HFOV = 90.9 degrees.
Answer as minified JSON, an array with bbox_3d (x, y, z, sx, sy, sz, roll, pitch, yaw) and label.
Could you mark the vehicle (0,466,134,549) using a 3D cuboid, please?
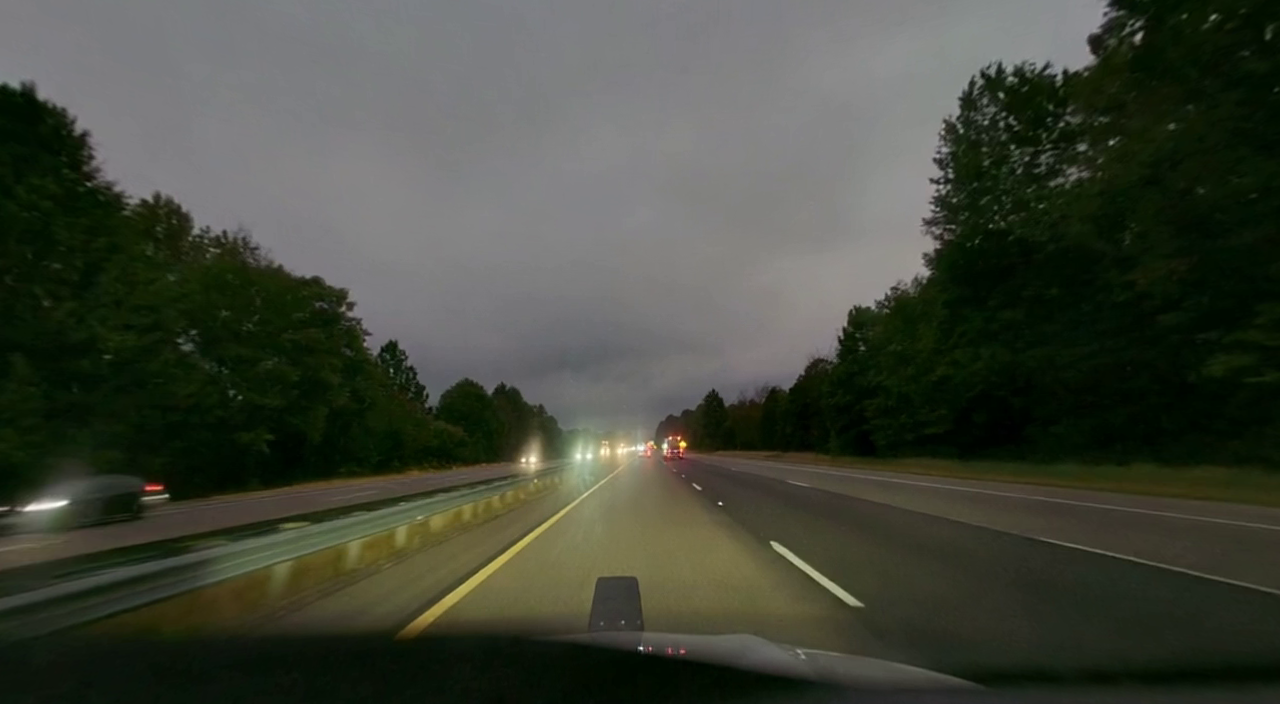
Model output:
[{"bbox_3d":[-13.063,3.130,12.893,1.850,1.475,4.290,0,-9,0],"label":"vehicle"}]
